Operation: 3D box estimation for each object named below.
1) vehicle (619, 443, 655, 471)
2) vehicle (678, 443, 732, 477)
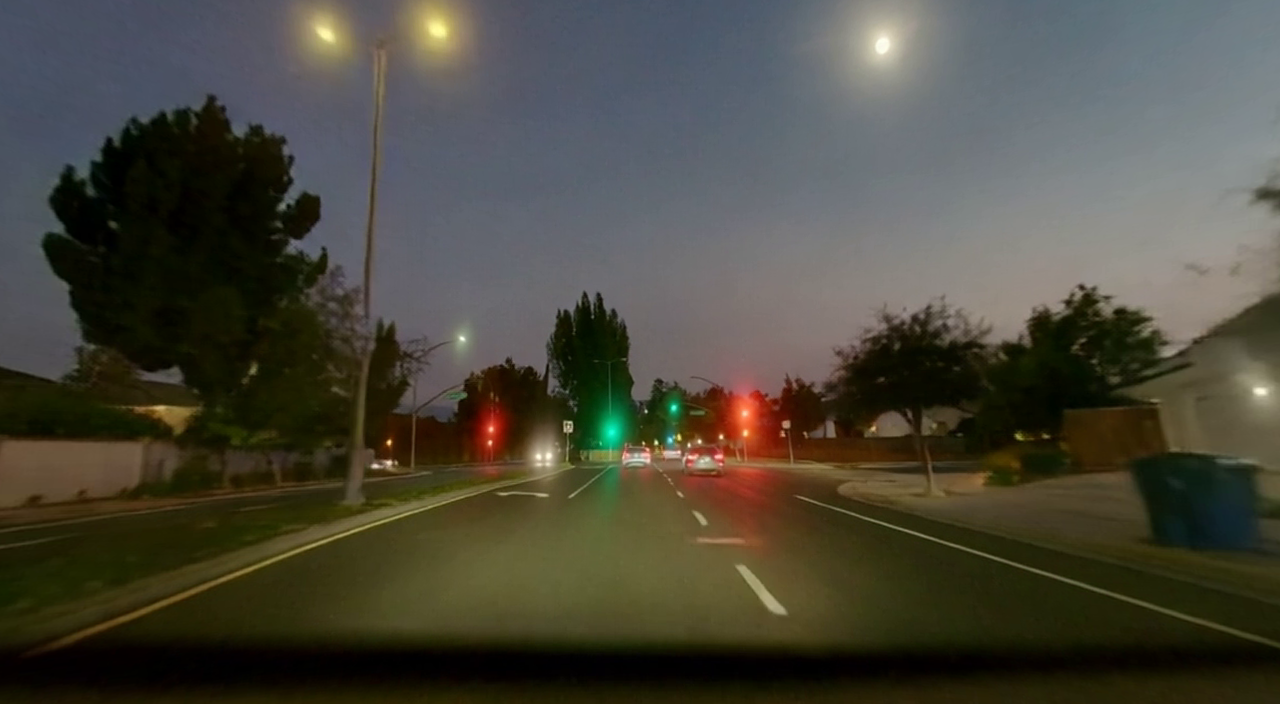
[{"bbox_3d":[-0.150,6.199,37.504,2.018,1.511,3.993,0,-8,0],"label":"vehicle"},{"bbox_3d":[3.038,5.124,30.351,2.057,1.496,4.401,0,-8,-1],"label":"vehicle"}]
